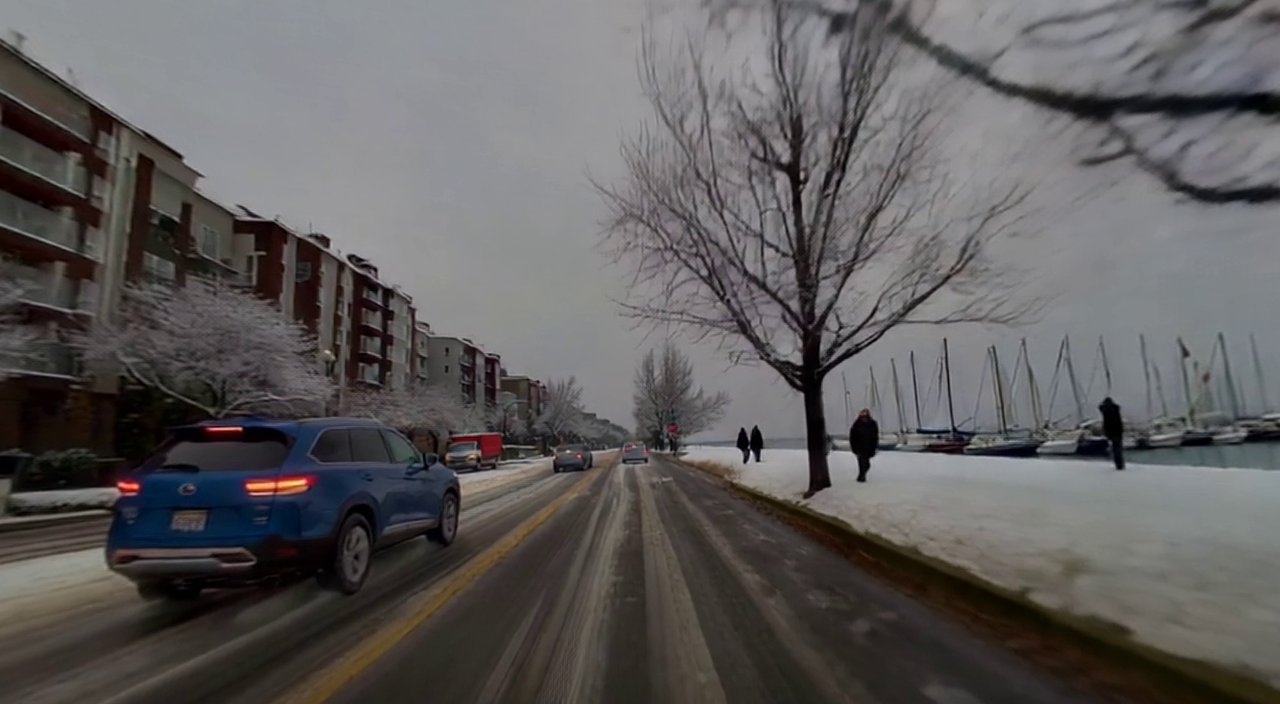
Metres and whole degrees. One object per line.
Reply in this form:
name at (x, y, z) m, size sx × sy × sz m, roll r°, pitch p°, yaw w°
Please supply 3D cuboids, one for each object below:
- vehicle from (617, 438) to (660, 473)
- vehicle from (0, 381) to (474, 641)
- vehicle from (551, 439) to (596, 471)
vehicle at (-0.069, 5.263, 32.055) m, size 2.057 × 1.624 × 3.726 m, roll 0°, pitch -9°, yaw 0°
vehicle at (-3.494, 1.481, 6.863) m, size 2.082 × 1.817 × 4.724 m, roll 0°, pitch -9°, yaw 0°
vehicle at (-3.714, 5.834, 35.767) m, size 2.056 × 1.680 × 4.205 m, roll 0°, pitch -9°, yaw 1°
